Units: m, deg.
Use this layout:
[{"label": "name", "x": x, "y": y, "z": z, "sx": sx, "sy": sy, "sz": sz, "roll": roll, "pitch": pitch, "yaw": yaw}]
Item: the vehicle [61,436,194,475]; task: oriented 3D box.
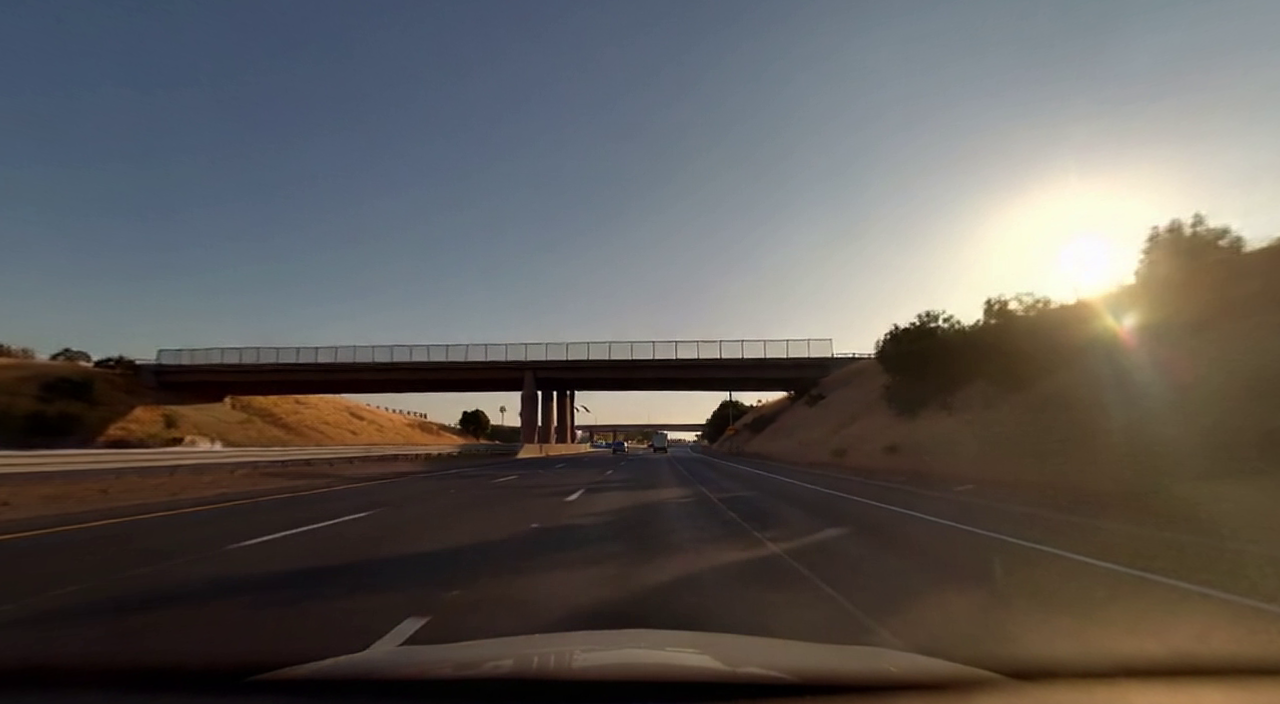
[{"label": "vehicle", "x": -24.666, "y": 5.014, "z": 30.669, "sx": 1.961, "sy": 1.717, "sz": 5.260, "roll": 0, "pitch": -9, "yaw": 1}]
